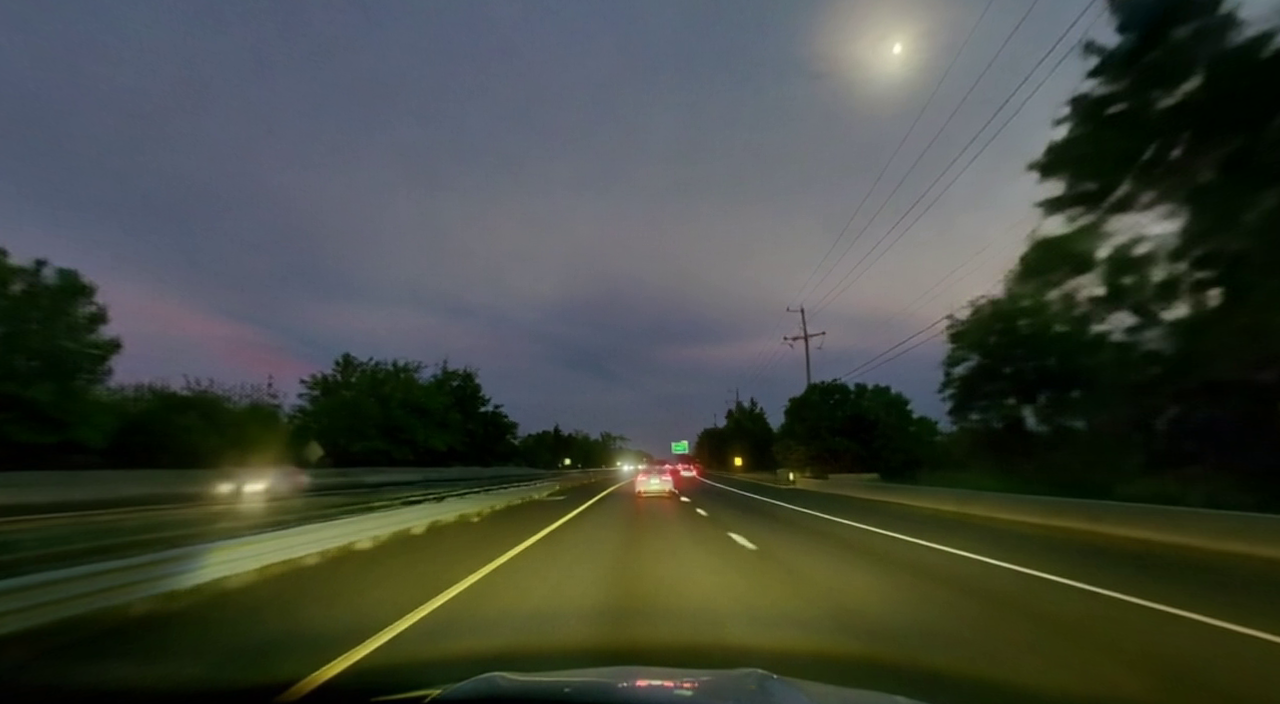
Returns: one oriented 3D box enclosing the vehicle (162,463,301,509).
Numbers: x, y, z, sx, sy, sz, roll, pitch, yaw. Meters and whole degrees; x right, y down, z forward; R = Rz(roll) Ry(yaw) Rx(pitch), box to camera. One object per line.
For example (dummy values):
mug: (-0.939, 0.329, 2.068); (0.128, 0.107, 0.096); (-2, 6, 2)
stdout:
vehicle: (-14.980, 4.931, 23.506); (1.980, 1.476, 4.619); (1, -10, 1)

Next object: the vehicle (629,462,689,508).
vehicle: (0.643, 4.793, 23.030); (1.987, 1.480, 3.786); (1, -10, 0)
